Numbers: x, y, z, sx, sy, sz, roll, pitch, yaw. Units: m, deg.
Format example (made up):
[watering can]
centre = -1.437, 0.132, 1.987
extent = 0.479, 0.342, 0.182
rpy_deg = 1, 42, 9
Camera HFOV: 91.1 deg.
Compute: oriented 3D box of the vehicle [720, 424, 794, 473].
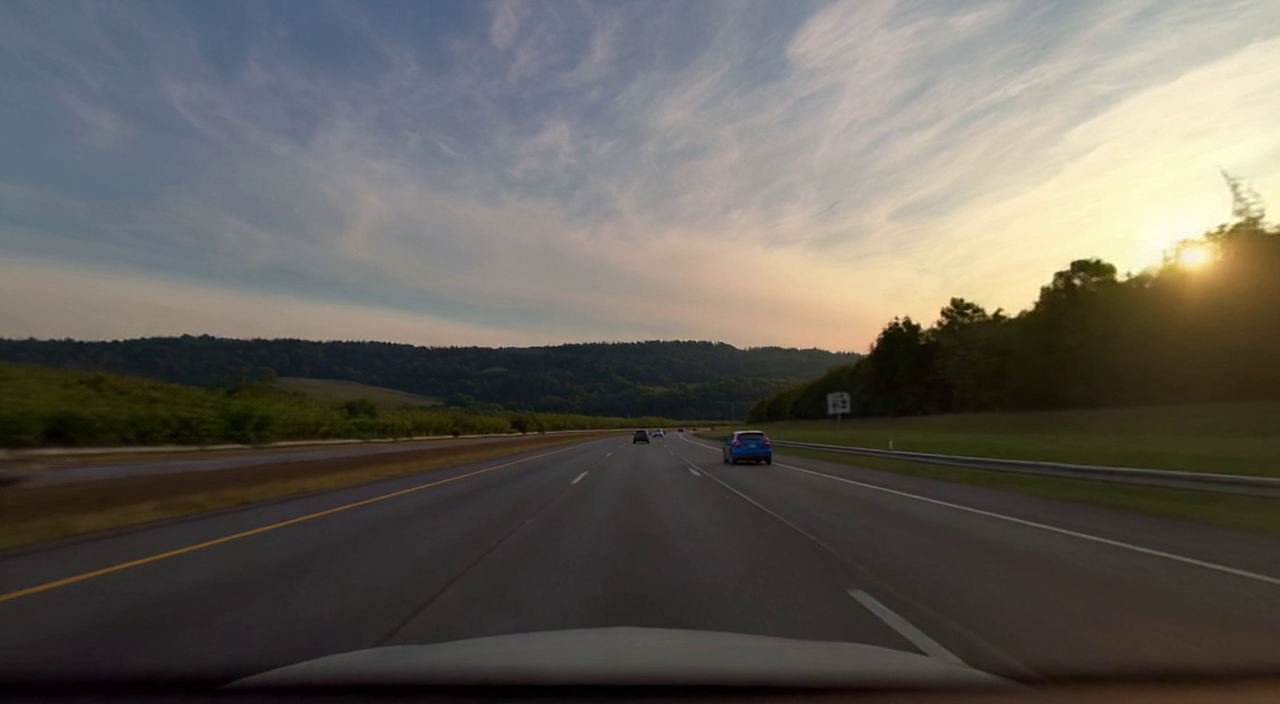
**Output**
[vehicle]
centre = 3.925, 3.288, 21.676
extent = 1.765, 1.510, 3.762
rpy_deg = 0, -8, -1
